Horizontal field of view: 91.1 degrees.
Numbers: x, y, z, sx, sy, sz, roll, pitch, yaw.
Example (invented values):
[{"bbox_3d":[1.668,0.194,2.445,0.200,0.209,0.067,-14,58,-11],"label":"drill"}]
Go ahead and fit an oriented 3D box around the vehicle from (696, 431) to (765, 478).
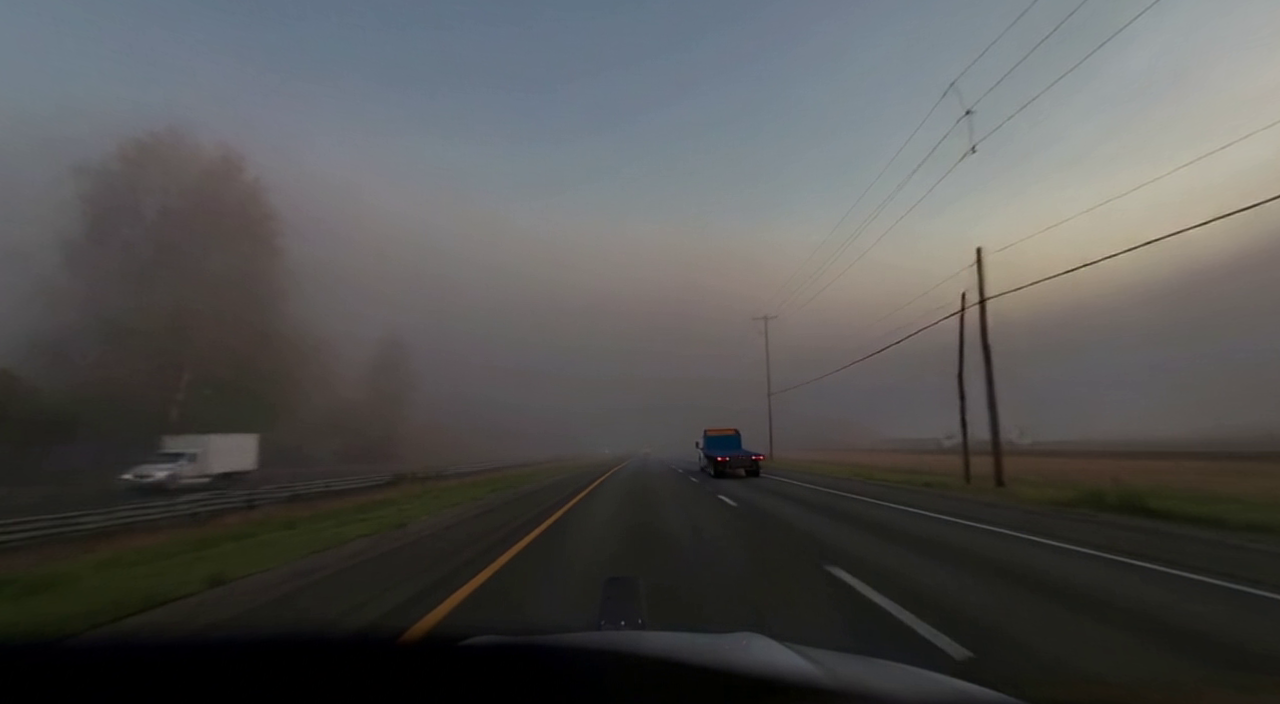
[{"bbox_3d":[3.857,4.516,27.850,2.228,1.852,5.449,0,-8,-1],"label":"vehicle"}]
